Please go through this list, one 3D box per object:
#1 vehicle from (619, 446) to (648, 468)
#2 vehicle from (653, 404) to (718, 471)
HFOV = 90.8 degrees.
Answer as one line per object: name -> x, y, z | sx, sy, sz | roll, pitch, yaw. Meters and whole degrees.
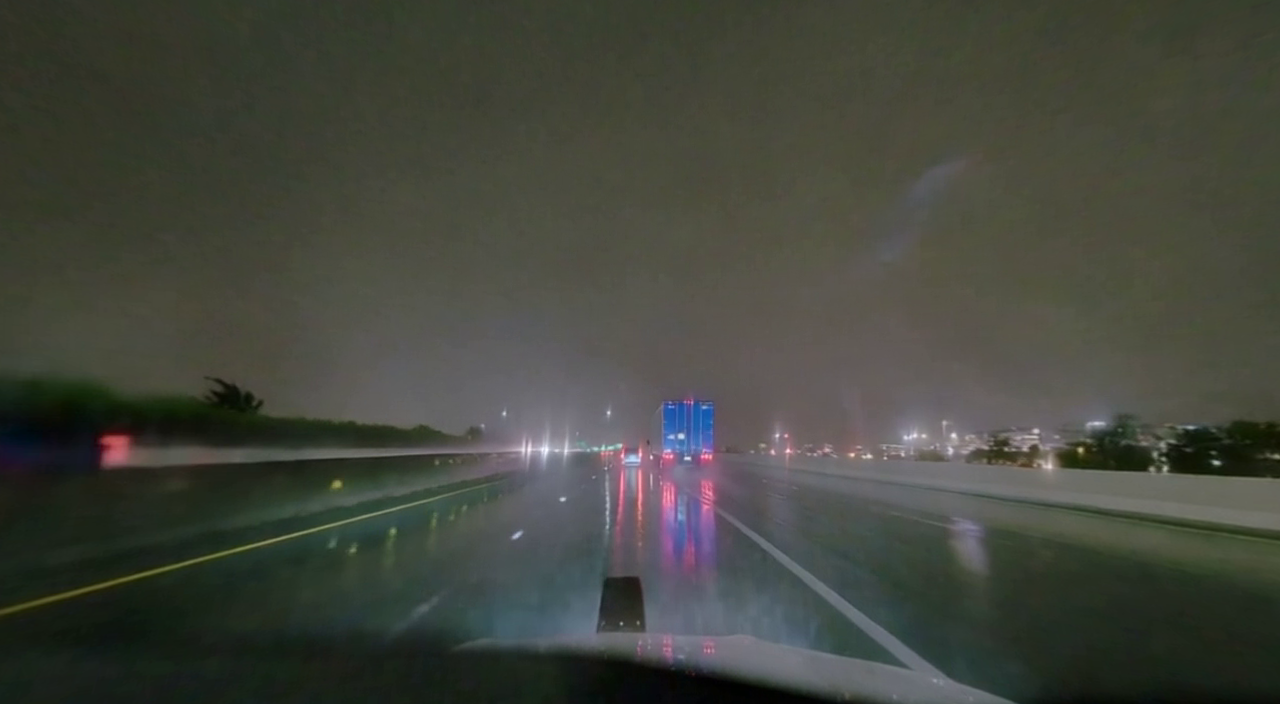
vehicle -> -0.481, 7.247, 43.719 | 1.898, 1.438, 4.053 | 0, -9, -1
vehicle -> 3.012, 6.661, 47.946 | 3.462, 4.177, 16.311 | 0, -9, -1
